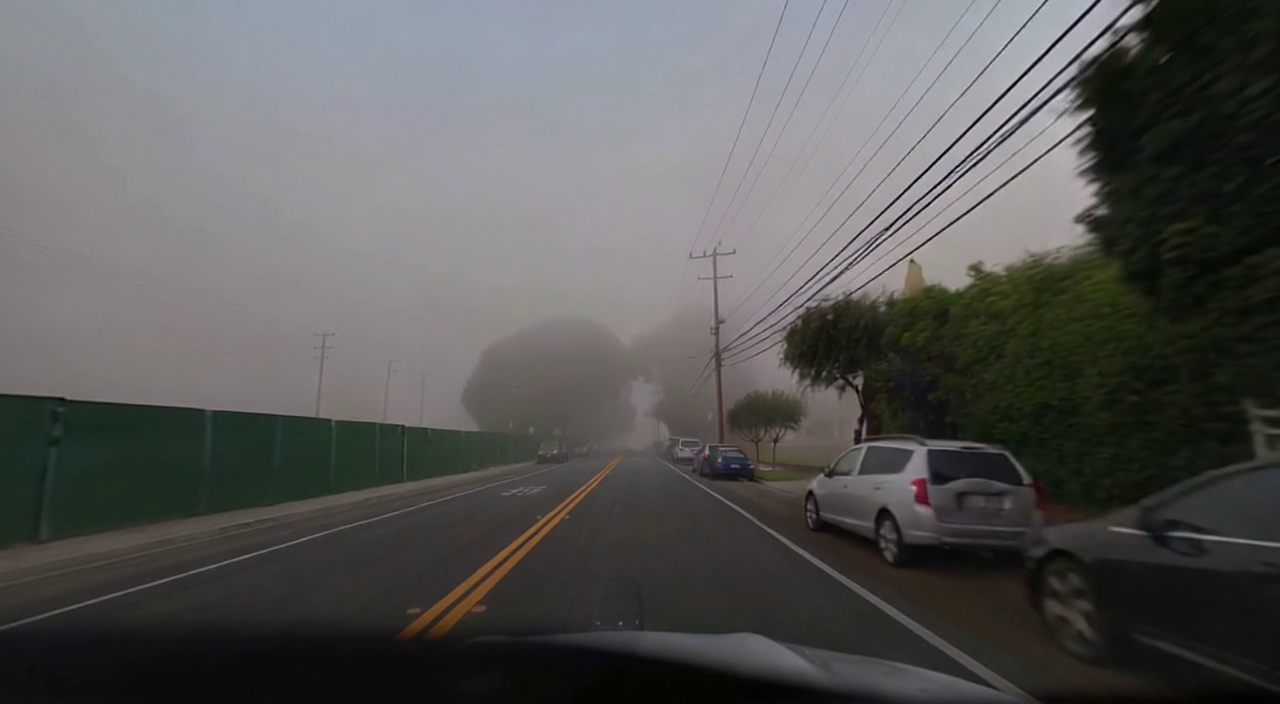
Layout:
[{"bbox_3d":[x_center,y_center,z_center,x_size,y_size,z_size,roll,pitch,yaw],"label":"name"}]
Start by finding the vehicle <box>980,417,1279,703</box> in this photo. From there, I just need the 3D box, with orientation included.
[{"bbox_3d":[3.441,0.977,2.412,1.812,1.454,4.395,0,-8,0],"label":"vehicle"}]

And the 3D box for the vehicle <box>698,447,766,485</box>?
[{"bbox_3d":[3.495,4.414,24.832,1.984,1.342,4.066,0,-8,-1],"label":"vehicle"}]

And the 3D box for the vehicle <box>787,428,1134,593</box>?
[{"bbox_3d":[3.528,1.810,8.230,2.029,1.513,4.577,0,-8,-1],"label":"vehicle"}]

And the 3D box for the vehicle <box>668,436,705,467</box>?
[{"bbox_3d":[3.152,6.898,43.851,2.053,2.005,5.495,0,-8,-1],"label":"vehicle"}]

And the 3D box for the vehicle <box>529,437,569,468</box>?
[{"bbox_3d":[-6.830,7.552,47.971,2.268,2.154,5.321,0,-8,0],"label":"vehicle"}]
